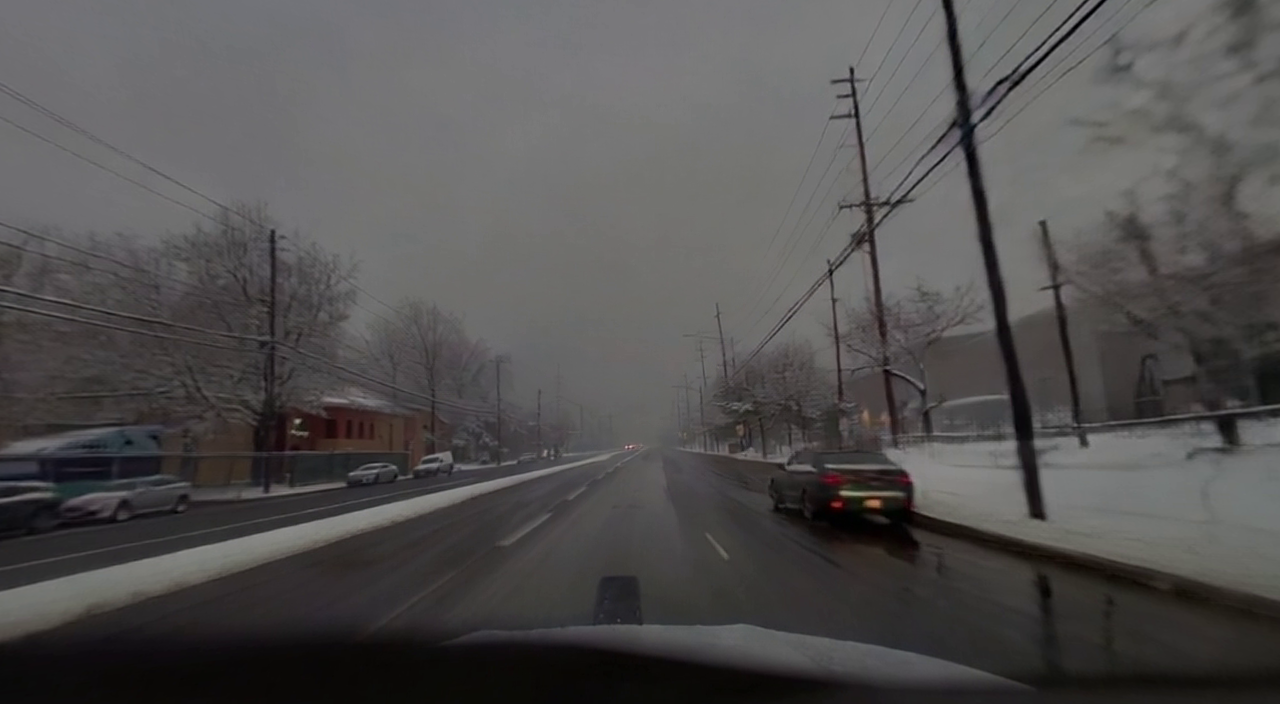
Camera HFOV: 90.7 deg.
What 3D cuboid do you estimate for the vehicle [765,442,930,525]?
[{"bbox_3d":[4.163,2.688,13.586,2.002,1.459,4.357,0,-8,-1],"label":"vehicle"}]

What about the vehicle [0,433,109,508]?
[{"bbox_3d":[-25.267,4.910,25.786,4.857,2.616,2.616,-4,-9,-17],"label":"vehicle"}]

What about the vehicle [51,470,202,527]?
[{"bbox_3d":[-17.771,5.038,22.217,1.852,1.551,4.276,-6,-10,-2],"label":"vehicle"}]

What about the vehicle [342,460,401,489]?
[{"bbox_3d":[-17.684,8.060,41.835,1.931,1.501,4.564,-6,-9,-1],"label":"vehicle"}]
